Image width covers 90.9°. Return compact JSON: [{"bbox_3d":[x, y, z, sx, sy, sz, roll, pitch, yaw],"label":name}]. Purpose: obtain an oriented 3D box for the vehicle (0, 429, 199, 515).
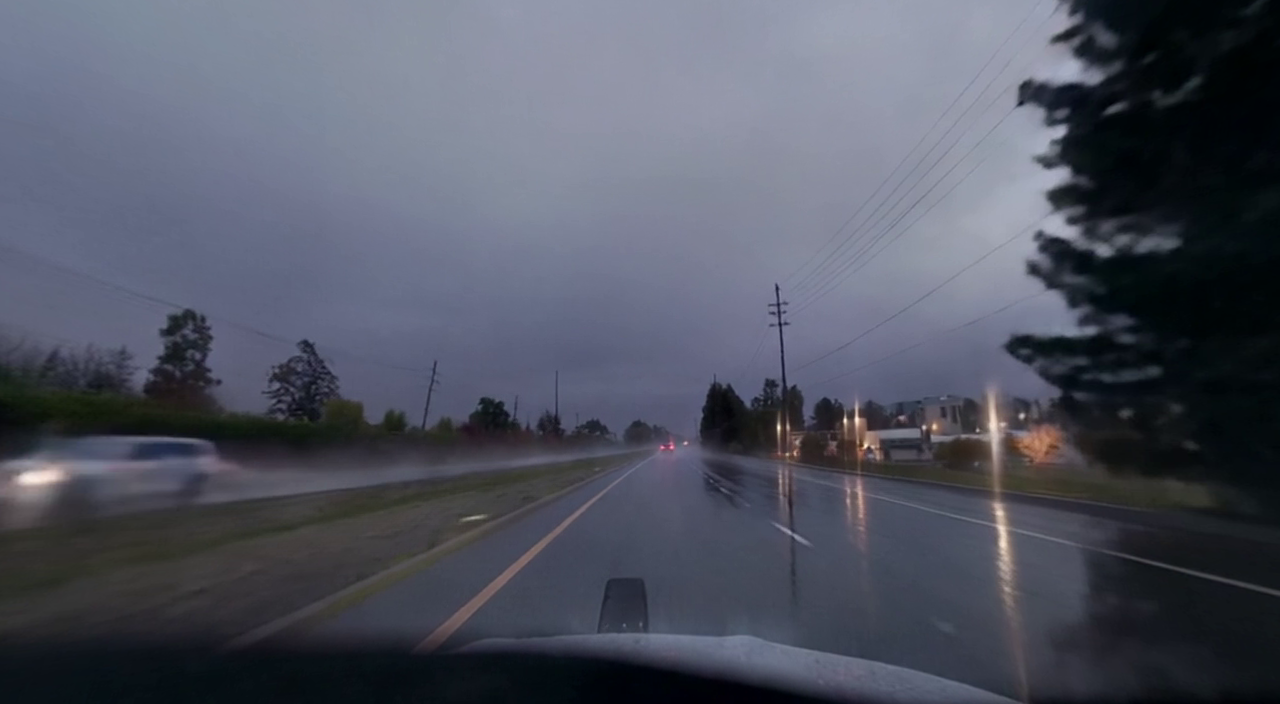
[{"bbox_3d":[-16.563,3.449,18.692,2.429,2.067,6.210,-1,-9,1],"label":"vehicle"}]
